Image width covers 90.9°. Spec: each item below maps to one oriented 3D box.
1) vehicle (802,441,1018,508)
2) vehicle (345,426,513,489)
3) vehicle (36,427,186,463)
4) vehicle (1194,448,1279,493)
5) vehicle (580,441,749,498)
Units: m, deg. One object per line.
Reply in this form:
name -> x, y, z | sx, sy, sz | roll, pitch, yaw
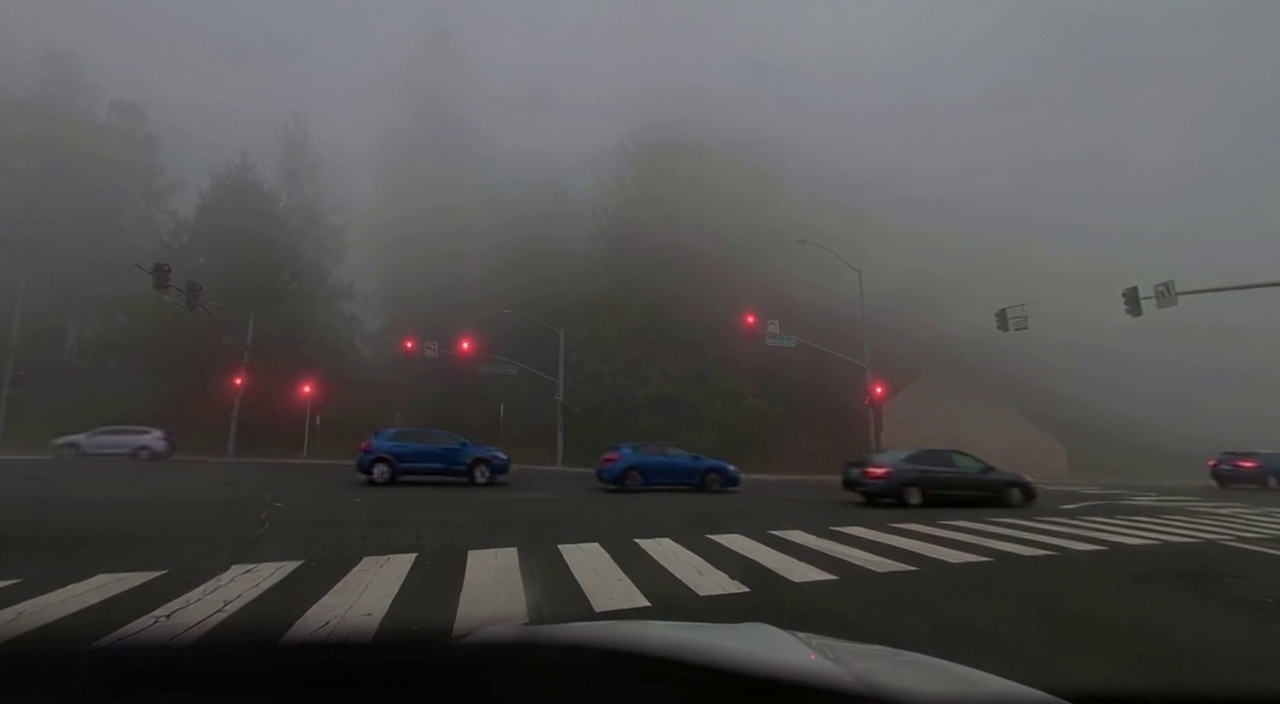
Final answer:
vehicle -> 6.858, 3.052, 16.100 | 4.952, 1.511, 1.855 | 2, -9, -17
vehicle -> -6.539, 3.291, 19.905 | 4.708, 1.810, 1.986 | 3, -9, -18
vehicle -> -22.454, 3.973, 26.985 | 4.431, 1.464, 1.812 | 3, -9, -18
vehicle -> 26.000, 4.914, 26.442 | 4.626, 1.710, 1.891 | 3, -9, -18
vehicle -> 0.675, 3.328, 18.242 | 4.475, 1.496, 1.861 | 3, -9, -17
